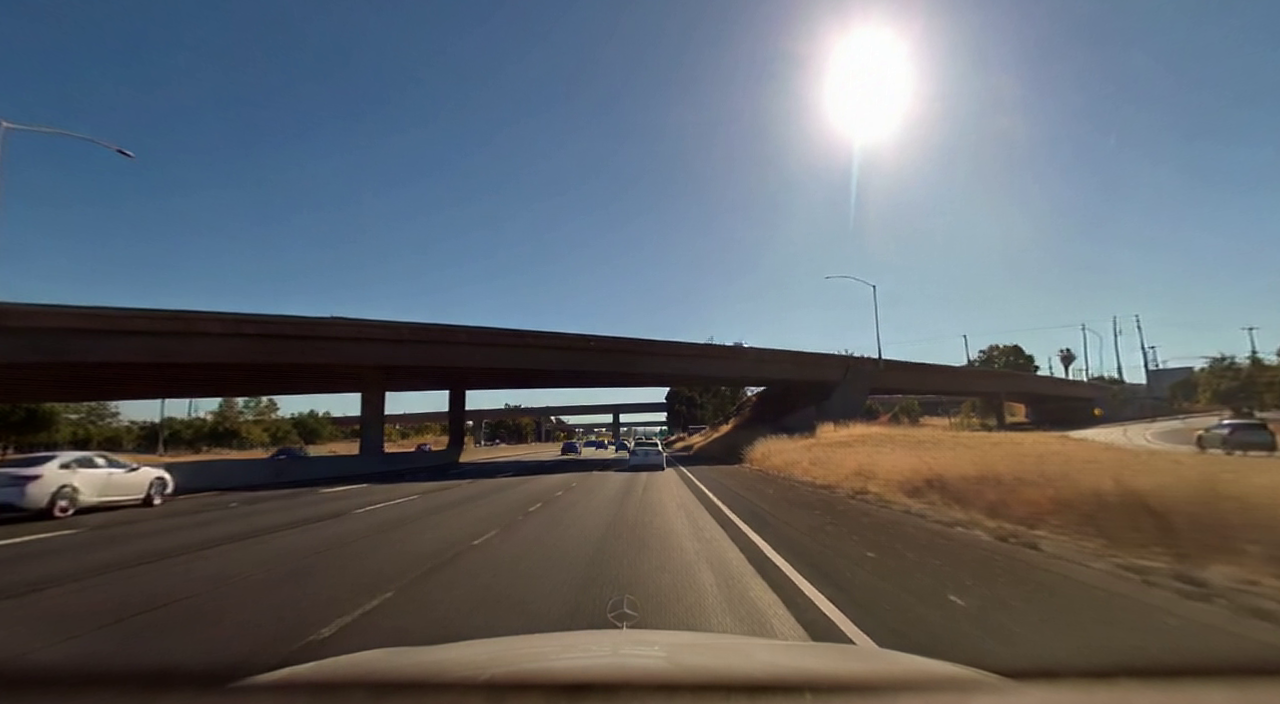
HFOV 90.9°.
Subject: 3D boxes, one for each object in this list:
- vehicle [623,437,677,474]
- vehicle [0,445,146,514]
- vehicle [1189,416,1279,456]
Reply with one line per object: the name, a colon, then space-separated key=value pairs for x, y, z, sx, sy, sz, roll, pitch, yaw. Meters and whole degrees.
vehicle: x=0.417 y=4.471 z=27.398 sx=2.145 sy=1.493 sz=4.146 roll=0 pitch=-8 yaw=0
vehicle: x=-15.076 y=3.048 z=15.421 sx=1.960 sy=1.505 sz=4.854 roll=0 pitch=-8 yaw=2
vehicle: x=27.422 y=3.835 z=28.615 sx=2.095 sy=1.674 sz=4.530 roll=-3 pitch=-9 yaw=19
